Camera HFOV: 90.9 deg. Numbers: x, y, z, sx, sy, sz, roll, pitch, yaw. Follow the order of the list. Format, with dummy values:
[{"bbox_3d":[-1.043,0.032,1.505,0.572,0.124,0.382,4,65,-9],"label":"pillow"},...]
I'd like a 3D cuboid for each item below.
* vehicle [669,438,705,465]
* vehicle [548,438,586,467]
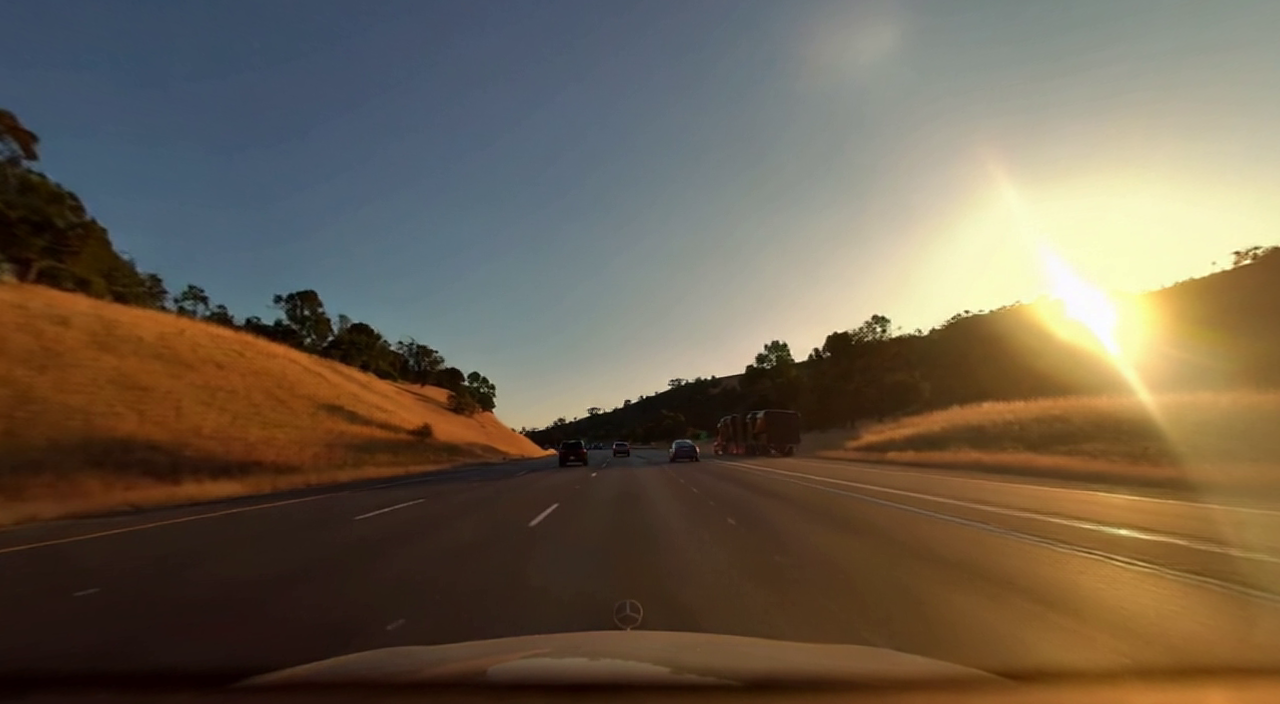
[{"bbox_3d":[3.205,6.918,43.963,1.995,1.712,4.206,0,-8,-2],"label":"vehicle"},{"bbox_3d":[-4.927,6.820,43.112,2.120,1.855,4.619,0,-8,-1],"label":"vehicle"}]
